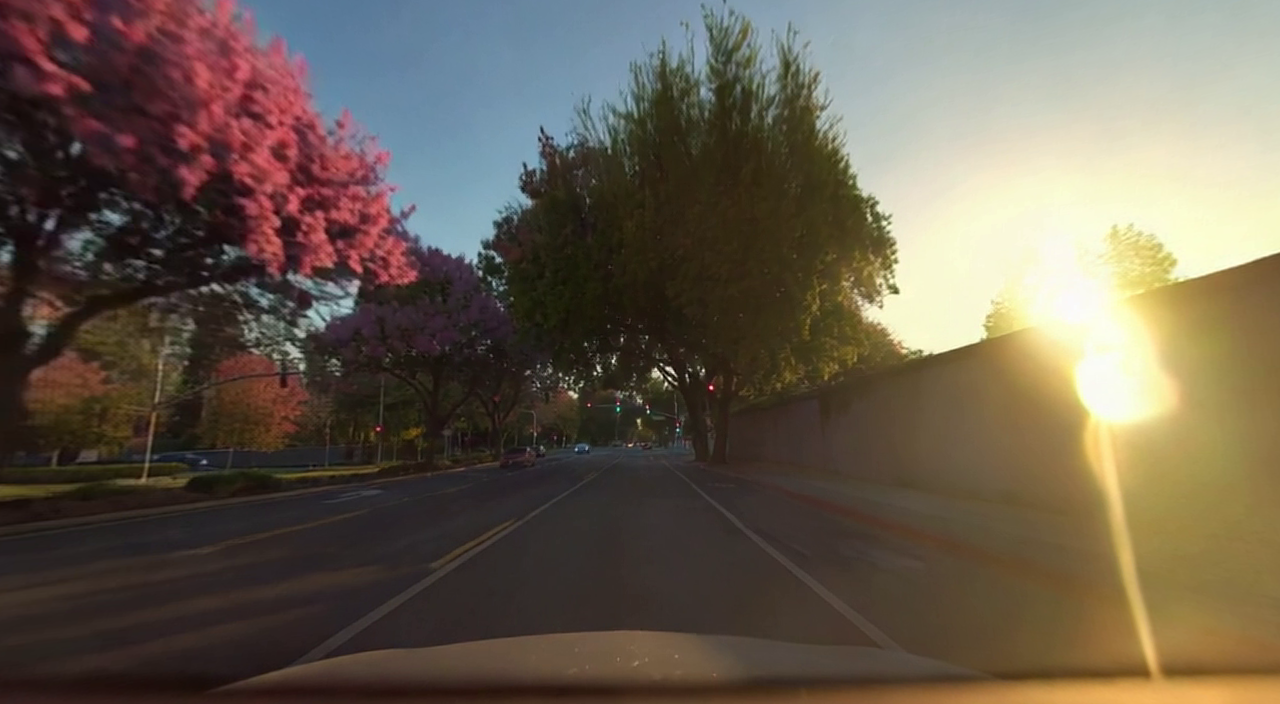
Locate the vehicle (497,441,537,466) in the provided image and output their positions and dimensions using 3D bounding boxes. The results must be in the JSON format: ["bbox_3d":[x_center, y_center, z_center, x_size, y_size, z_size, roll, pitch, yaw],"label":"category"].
[{"bbox_3d":[-7.897,6.585,40.738,1.783,1.501,4.307,0,-9,-1],"label":"vehicle"}]
